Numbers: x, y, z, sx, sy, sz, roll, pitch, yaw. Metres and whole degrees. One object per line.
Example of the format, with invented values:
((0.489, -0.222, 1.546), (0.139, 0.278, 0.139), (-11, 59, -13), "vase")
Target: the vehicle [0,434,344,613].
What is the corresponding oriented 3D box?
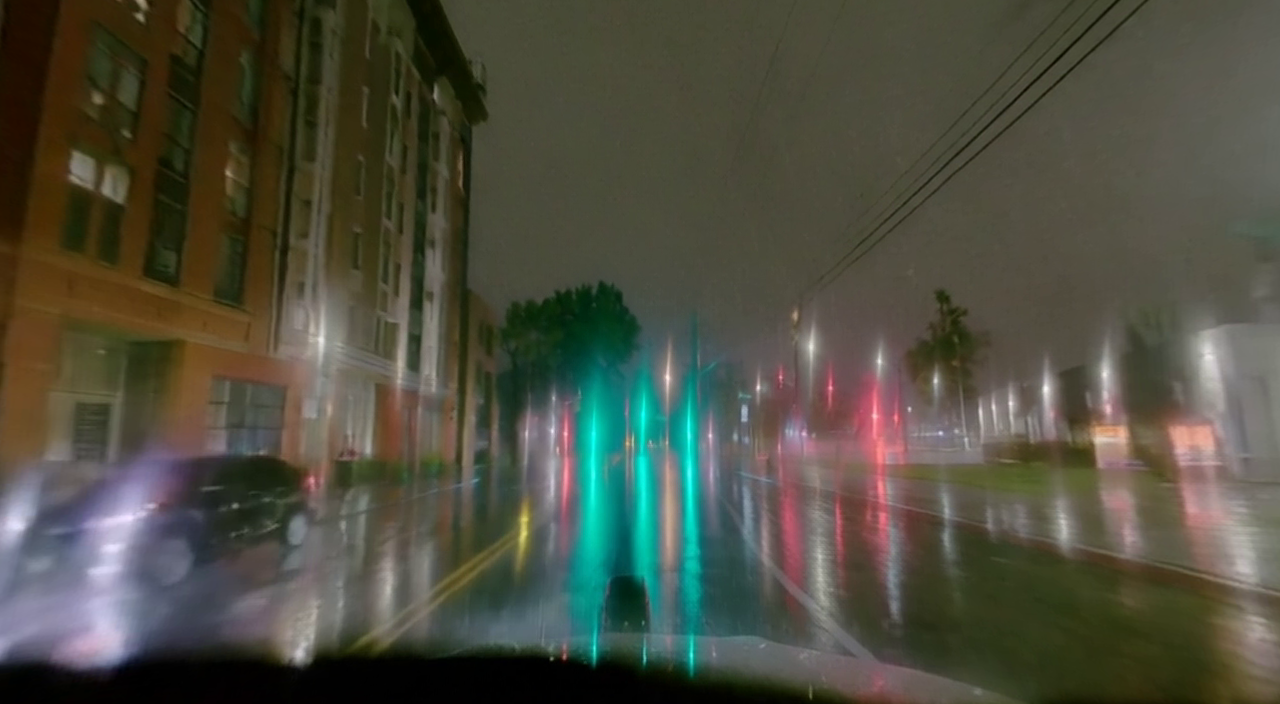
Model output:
((-6.325, 2.009, 8.617), (2.147, 1.701, 4.879), (0, -8, 1), "vehicle")
